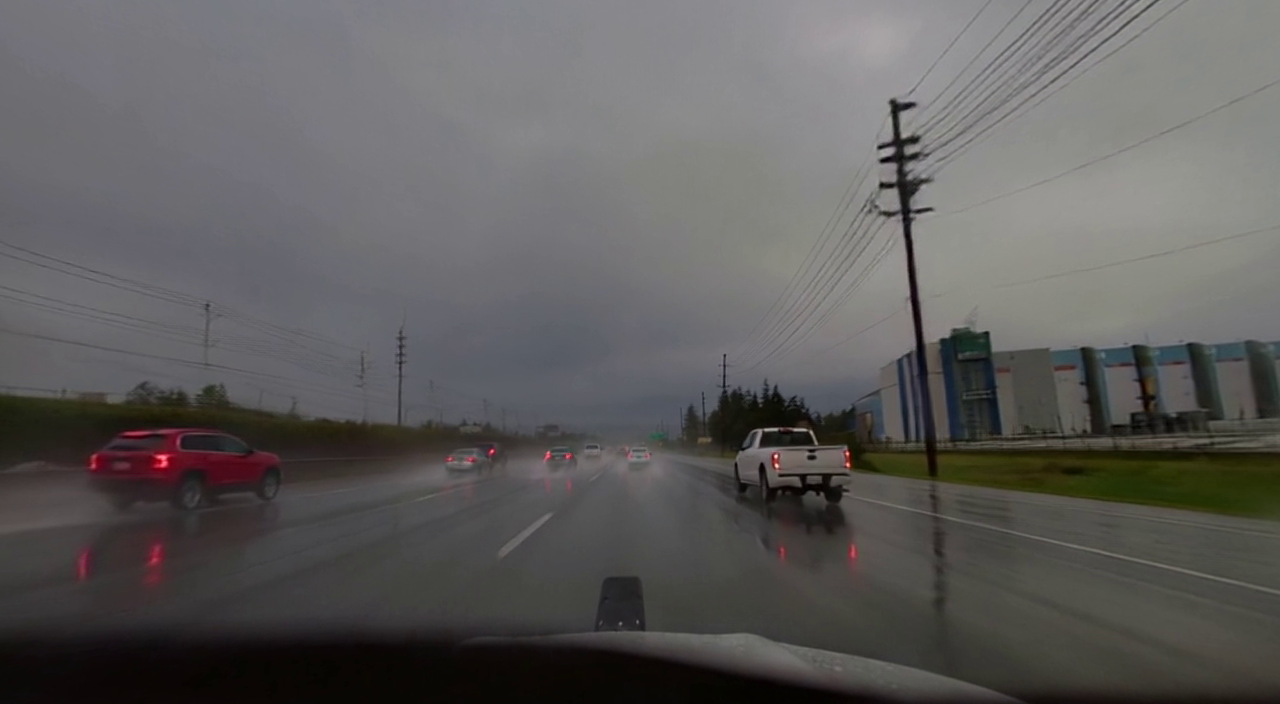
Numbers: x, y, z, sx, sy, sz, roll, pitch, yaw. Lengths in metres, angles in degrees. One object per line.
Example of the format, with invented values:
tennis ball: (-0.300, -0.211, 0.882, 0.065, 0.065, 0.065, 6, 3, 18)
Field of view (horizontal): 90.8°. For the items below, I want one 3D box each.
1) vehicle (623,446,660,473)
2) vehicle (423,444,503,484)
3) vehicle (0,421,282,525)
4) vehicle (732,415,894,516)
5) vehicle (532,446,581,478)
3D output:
vehicle: (0.069, 6.215, 36.910, 2.030, 1.471, 4.115, 0, -8, 0)
vehicle: (-7.195, 4.586, 26.207, 1.959, 1.496, 4.740, 0, -8, 0)
vehicle: (-11.145, 2.661, 14.562, 2.317, 1.881, 5.903, 0, -9, 0)
vehicle: (3.720, 2.578, 14.807, 2.231, 1.919, 5.086, 0, -9, -1)
vehicle: (-4.089, 5.440, 31.592, 1.938, 1.444, 4.206, 0, -8, -1)
